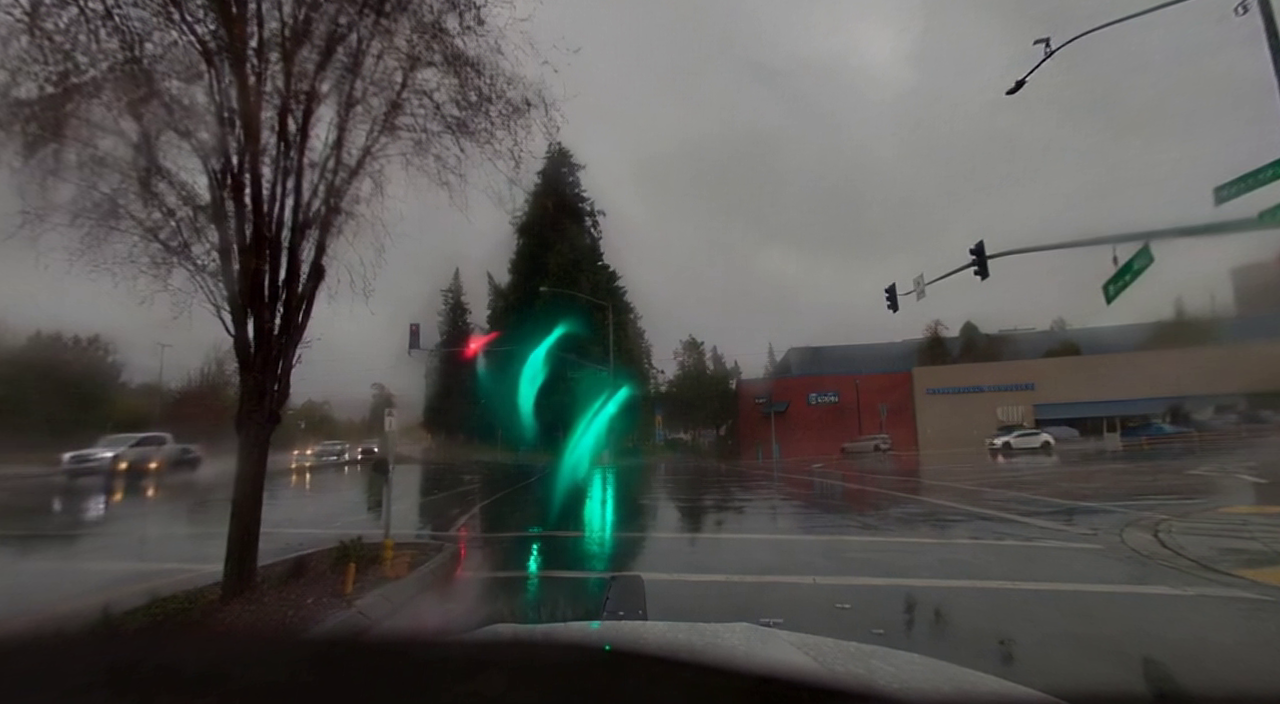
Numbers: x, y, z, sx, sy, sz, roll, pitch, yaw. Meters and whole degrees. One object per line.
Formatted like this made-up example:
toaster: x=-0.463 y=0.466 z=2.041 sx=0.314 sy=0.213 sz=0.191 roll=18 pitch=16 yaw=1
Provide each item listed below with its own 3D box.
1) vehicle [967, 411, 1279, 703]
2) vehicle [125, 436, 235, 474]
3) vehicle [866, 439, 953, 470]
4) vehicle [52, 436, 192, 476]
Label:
vehicle: x=4.104 y=1.086 z=3.413 sx=1.940 sy=1.487 sz=4.562 roll=0 pitch=-8 yaw=-5
vehicle: x=-23.075 y=5.165 z=31.919 sx=2.111 sy=1.742 sz=4.757 roll=0 pitch=-8 yaw=-3
vehicle: x=14.219 y=5.369 z=33.134 sx=4.703 sy=1.492 sz=1.930 roll=6 pitch=-10 yaw=-35
vehicle: x=-27.114 y=5.452 z=33.430 sx=2.233 sy=1.889 sz=6.305 roll=0 pitch=-8 yaw=-2
